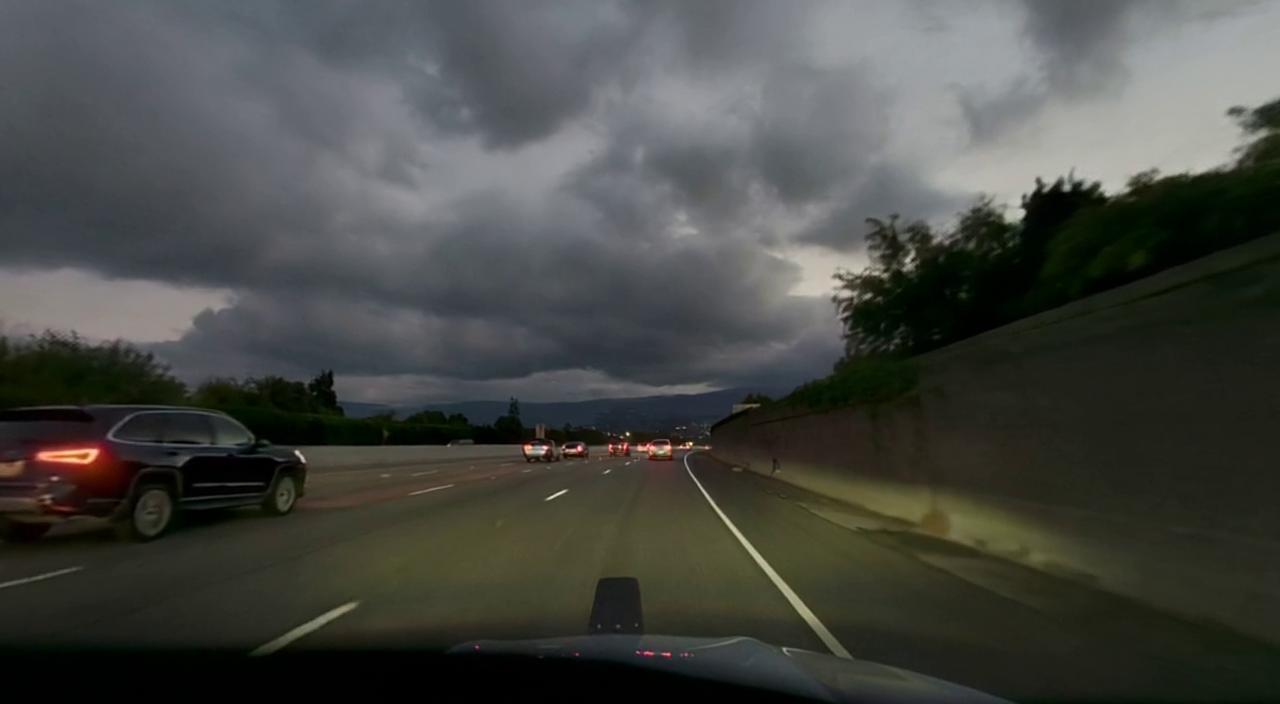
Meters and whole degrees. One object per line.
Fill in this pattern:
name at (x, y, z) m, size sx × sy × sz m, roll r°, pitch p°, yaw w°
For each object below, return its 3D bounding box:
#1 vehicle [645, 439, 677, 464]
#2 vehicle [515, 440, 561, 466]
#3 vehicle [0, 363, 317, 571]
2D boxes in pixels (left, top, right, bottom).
vehicle at (1.576, 7.109, 45.115) m, size 2.141 × 1.706 × 4.065 m, roll 0°, pitch -8°, yaw 4°
vehicle at (-6.449, 6.419, 40.301) m, size 1.986 × 1.534 × 4.255 m, roll 0°, pitch -8°, yaw 4°
vehicle at (-7.241, 1.488, 8.701) m, size 2.438 × 1.967 × 5.596 m, roll 0°, pitch -8°, yaw 2°
